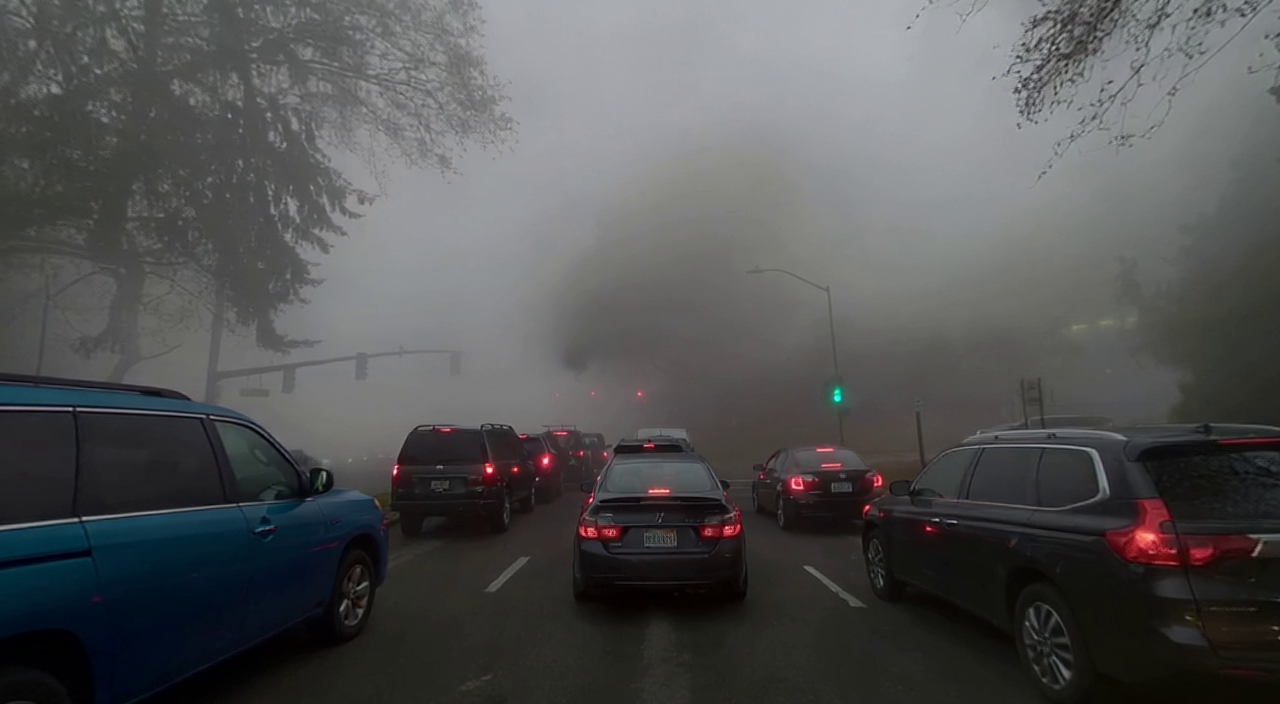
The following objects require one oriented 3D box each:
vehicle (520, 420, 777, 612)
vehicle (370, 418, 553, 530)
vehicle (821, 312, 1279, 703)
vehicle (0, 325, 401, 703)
[{"bbox_3d":[0.028,1.587,7.011,2.021,1.490,3.948,0,-8,-1],"label":"vehicle"},{"bbox_3d":[-3.184,2.300,12.444,2.117,1.772,4.619,0,-8,2],"label":"vehicle"},{"bbox_3d":[3.216,1.096,4.722,2.141,1.833,4.704,0,-8,-2],"label":"vehicle"},{"bbox_3d":[-3.123,0.956,3.306,1.982,1.721,4.261,0,-8,1],"label":"vehicle"}]
